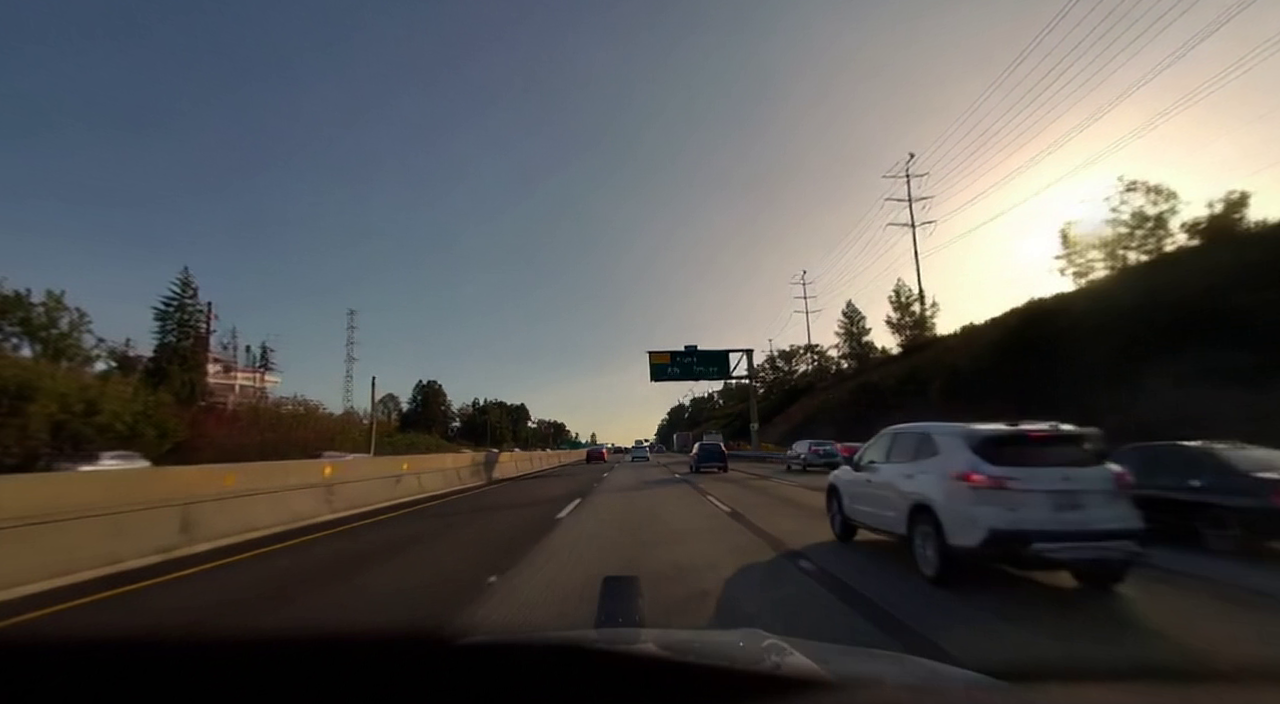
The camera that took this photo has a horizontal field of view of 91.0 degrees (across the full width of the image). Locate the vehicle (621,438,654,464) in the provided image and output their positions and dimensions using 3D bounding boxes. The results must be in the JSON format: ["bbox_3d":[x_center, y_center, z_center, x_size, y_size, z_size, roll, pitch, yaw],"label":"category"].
[{"bbox_3d":[-0.213,7.303,46.705,2.314,1.796,4.254,0,-8,-1],"label":"vehicle"}]

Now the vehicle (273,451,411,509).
[{"bbox_3d":[-8.575,3.690,18.599,1.951,1.443,4.201,0,-8,1],"label":"vehicle"}]

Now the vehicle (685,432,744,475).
[{"bbox_3d":[3.476,4.837,30.304,2.095,1.886,4.727,0,-8,-2],"label":"vehicle"}]

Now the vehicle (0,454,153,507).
[{"bbox_3d":[-22.536,5.078,25.322,2.028,1.813,4.807,0,-8,0],"label":"vehicle"}]

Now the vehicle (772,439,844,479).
[{"bbox_3d":[6.824,4.377,26.023,1.836,1.527,3.783,0,-8,-1],"label":"vehicle"}]

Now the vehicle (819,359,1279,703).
[{"bbox_3d":[3.288,1.233,5.441,2.111,1.755,4.459,0,-8,-1],"label":"vehicle"}]
